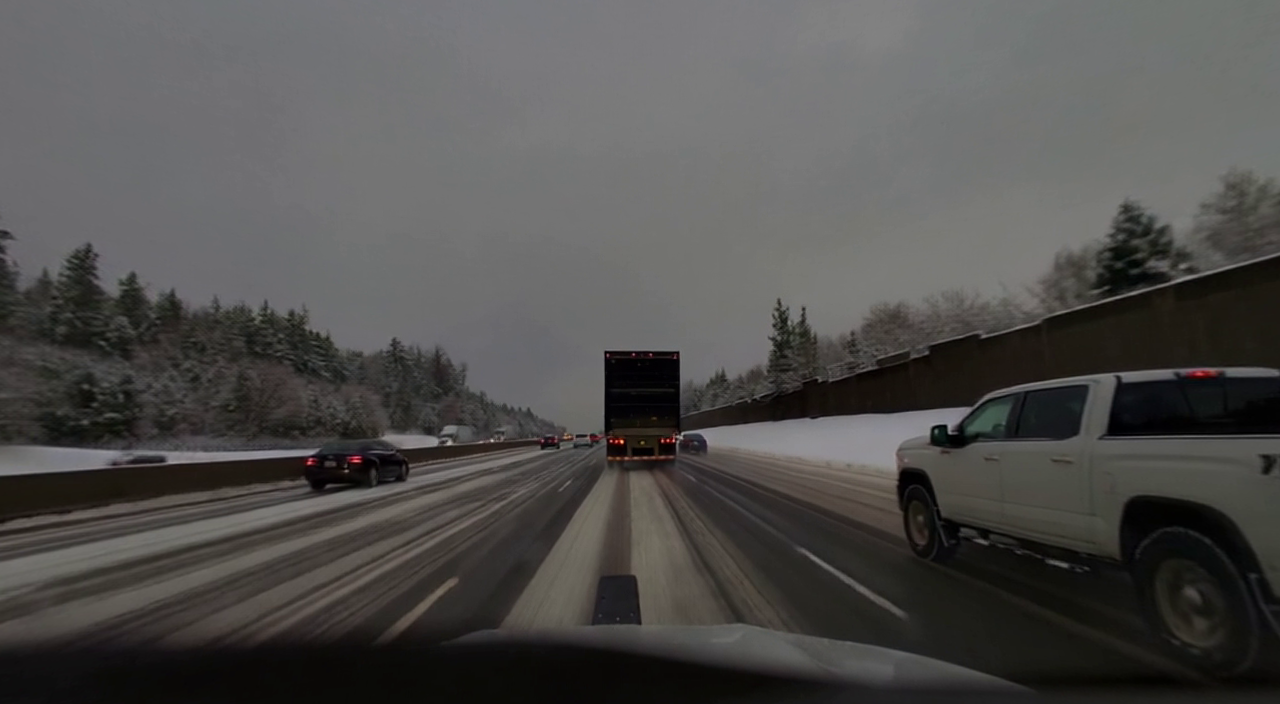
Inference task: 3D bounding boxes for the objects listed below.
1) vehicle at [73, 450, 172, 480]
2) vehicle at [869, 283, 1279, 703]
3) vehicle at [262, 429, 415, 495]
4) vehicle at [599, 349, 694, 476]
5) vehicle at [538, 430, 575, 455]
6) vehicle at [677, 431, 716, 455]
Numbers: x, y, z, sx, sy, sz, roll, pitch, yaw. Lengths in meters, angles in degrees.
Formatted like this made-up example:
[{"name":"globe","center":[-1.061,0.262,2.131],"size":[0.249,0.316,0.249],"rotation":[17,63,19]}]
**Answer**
[{"name":"vehicle","center":[-30.705,6.684,37.518],"size":[1.840,1.591,4.869],"rotation":[0,-8,-1]},{"name":"vehicle","center":[3.588,0.873,4.229],"size":[2.118,1.832,4.901],"rotation":[0,-8,-1]},{"name":"vehicle","center":[-7.702,2.810,16.571],"size":[2.059,1.500,4.001],"rotation":[0,-8,-1]},{"name":"vehicle","center":[-0.074,2.558,24.675],"size":[2.904,3.915,10.473],"rotation":[0,-8,-3]},{"name":"vehicle","center":[-5.715,6.258,43.633],"size":[2.134,1.650,4.133],"rotation":[0,-8,-2]},{"name":"vehicle","center":[3.761,6.089,42.404],"size":[2.044,1.508,4.716],"rotation":[0,-8,-2]}]
